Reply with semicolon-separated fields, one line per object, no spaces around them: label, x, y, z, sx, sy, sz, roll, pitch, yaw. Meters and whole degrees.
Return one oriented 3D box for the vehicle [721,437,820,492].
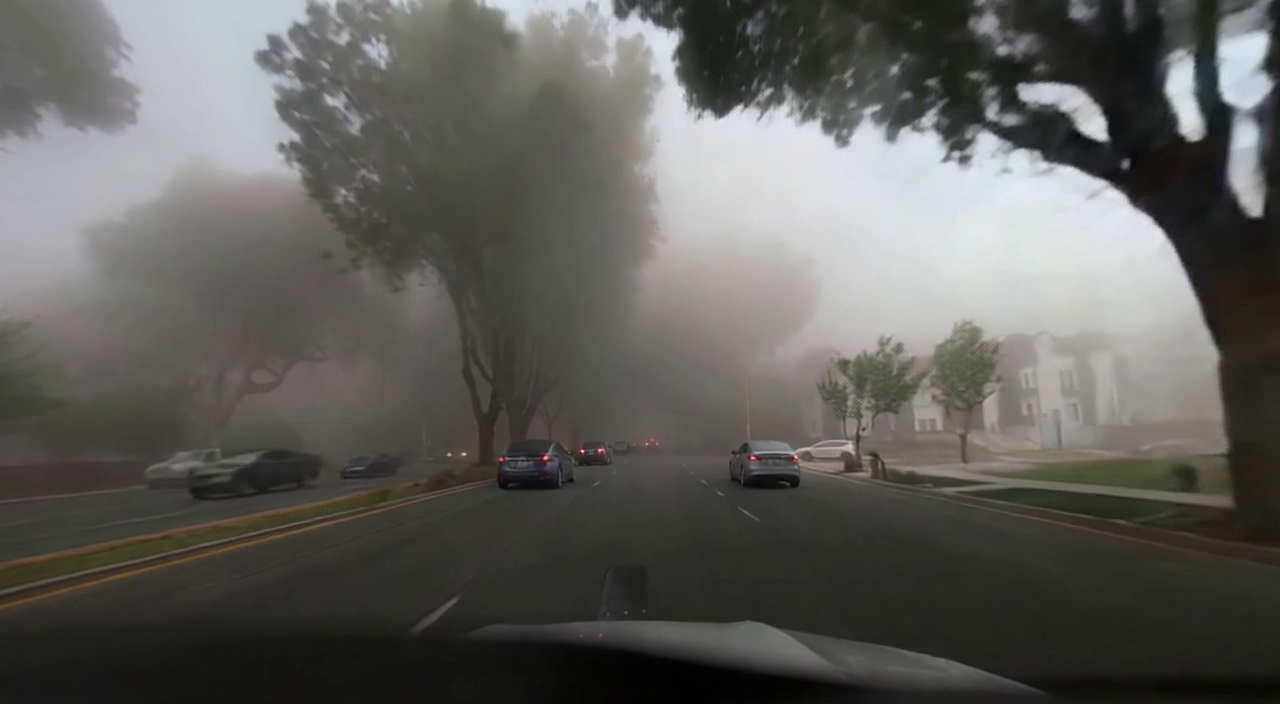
vehicle;3.834;3.367;19.375;2.010;1.486;4.498;0;-8;-1

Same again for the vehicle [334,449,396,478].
vehicle;-15.837;6.426;36.475;1.804;1.502;3.839;0;-8;1

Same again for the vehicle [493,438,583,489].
vehicle;-3.156;3.542;20.465;2.053;1.480;4.381;0;-8;2

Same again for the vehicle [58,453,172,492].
vehicle;-26.894;6.143;32.544;1.928;1.764;4.599;0;-8;-1

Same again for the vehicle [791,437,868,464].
vehicle;12.581;6.539;42.097;4.717;1.733;1.994;-2;-8;10

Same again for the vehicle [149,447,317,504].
vehicle;-12.324;3.720;19.579;2.000;1.504;4.720;0;-8;1
